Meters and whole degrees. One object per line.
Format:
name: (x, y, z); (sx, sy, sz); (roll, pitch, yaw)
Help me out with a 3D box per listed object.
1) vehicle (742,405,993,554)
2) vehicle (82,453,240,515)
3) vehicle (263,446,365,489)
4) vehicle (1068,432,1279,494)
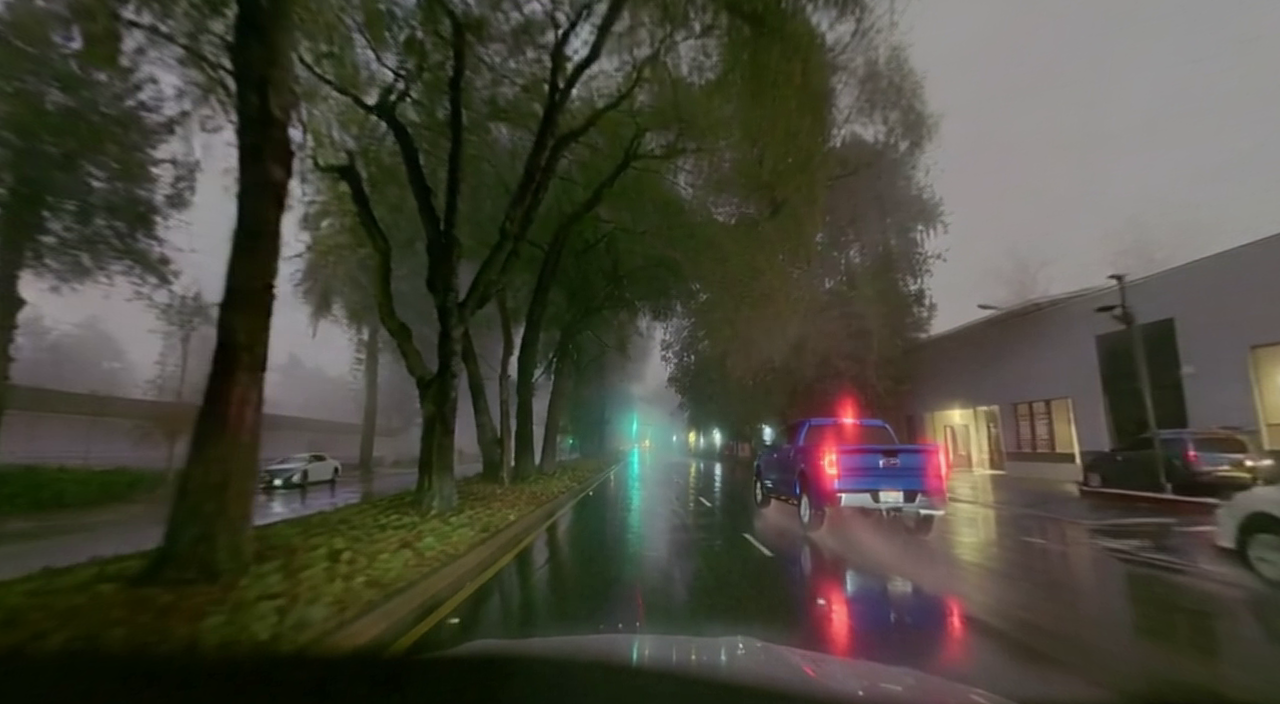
vehicle: (3.253, 1.977, 10.523); (2.085, 1.828, 5.383); (0, -9, -1)
vehicle: (-16.064, 4.397, 21.510); (1.919, 1.616, 4.723); (-5, -8, -3)
vehicle: (-15.680, 5.546, 30.661); (2.097, 1.852, 5.090); (-1, -9, 2)
vehicle: (14.789, 3.072, 17.596); (4.083, 1.505, 1.971); (-2, -8, 2)
